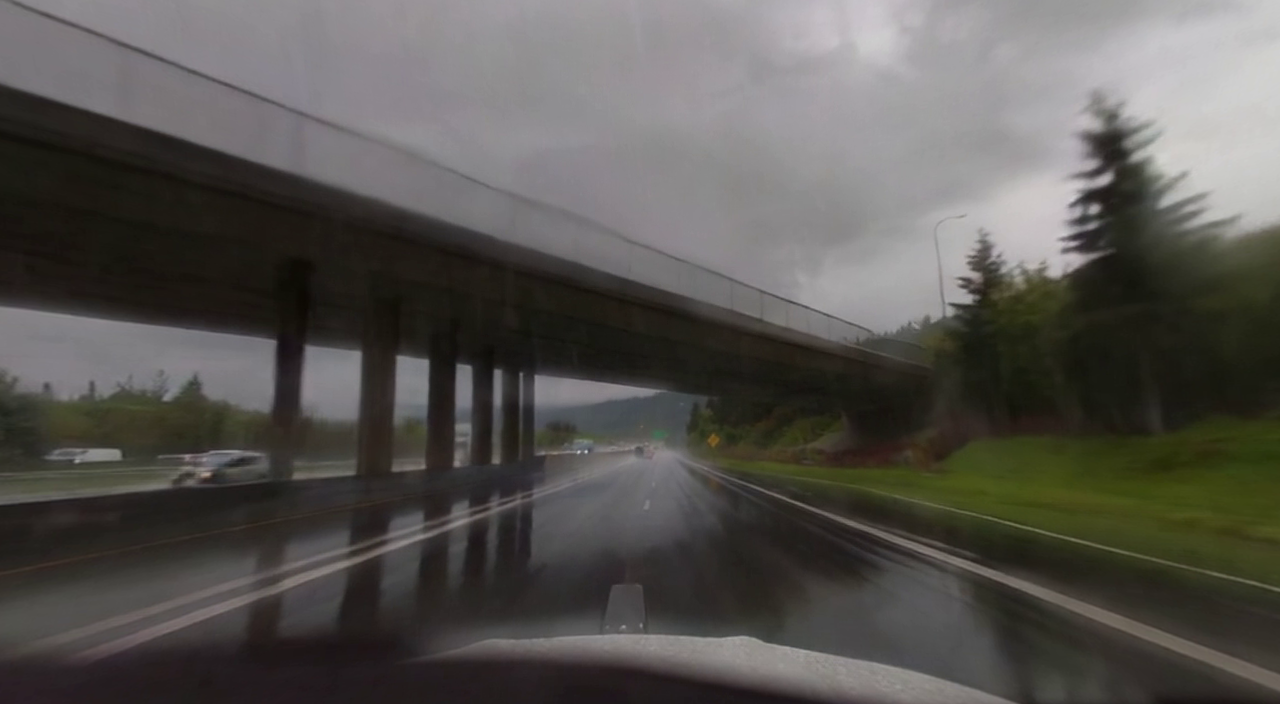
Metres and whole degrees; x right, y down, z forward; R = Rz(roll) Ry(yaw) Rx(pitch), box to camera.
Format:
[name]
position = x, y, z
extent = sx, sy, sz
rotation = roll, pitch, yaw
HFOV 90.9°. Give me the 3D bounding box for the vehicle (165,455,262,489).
[vehicle]
position = -20.842, 5.840, 31.025
extent = 1.830, 1.521, 4.062
rotation = 0, -9, 1
